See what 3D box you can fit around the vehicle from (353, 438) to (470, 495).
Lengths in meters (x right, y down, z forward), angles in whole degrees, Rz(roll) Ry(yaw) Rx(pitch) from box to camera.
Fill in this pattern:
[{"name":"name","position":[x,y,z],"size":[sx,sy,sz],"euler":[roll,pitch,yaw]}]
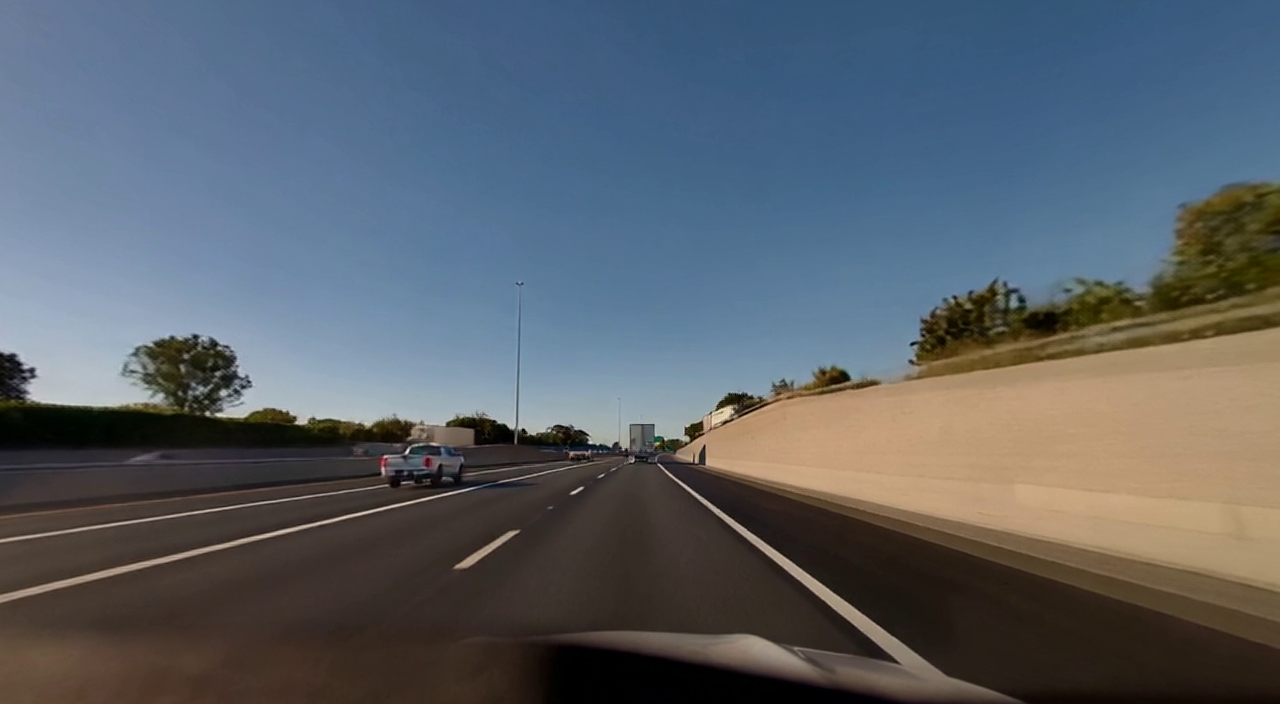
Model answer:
[{"name":"vehicle","position":[-7.420,3.770,21.124],"size":[2.067,1.676,4.789],"euler":[0,-9,1]}]
